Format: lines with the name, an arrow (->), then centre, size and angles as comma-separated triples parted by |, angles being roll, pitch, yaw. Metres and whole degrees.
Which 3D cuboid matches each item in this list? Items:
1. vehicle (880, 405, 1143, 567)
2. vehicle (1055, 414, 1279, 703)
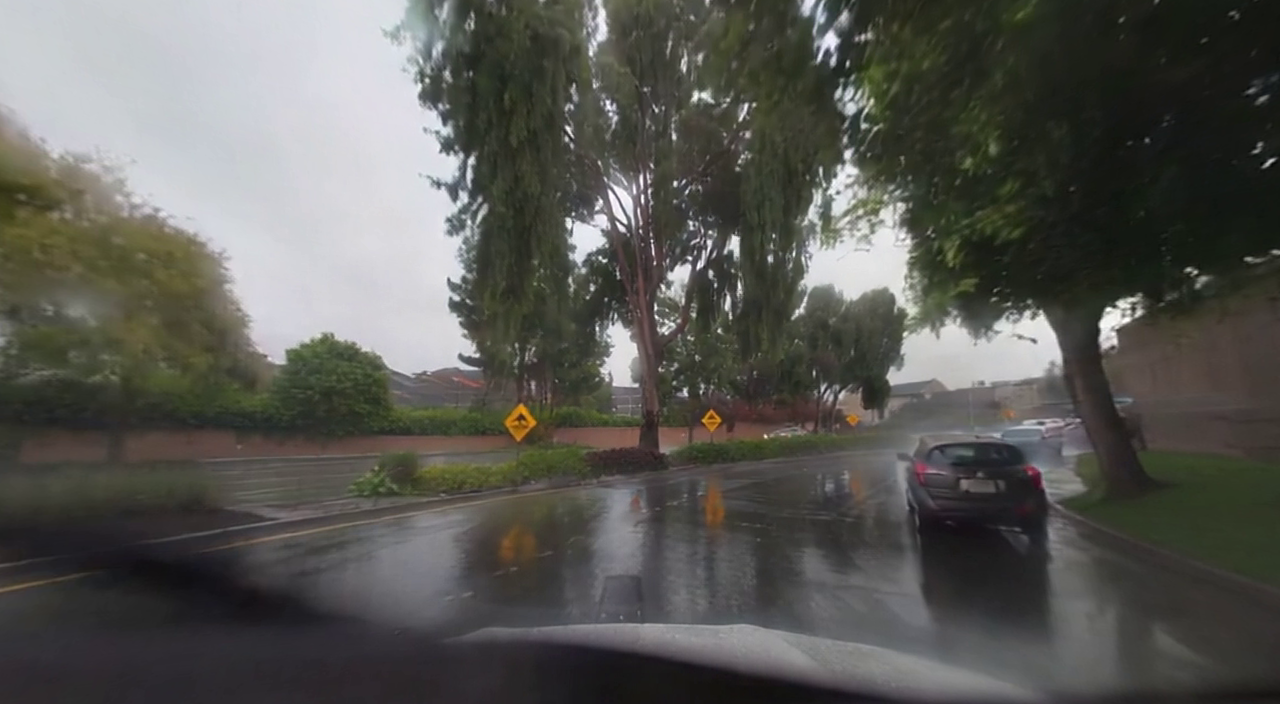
vehicle -> 4.781, 1.744, 9.135 | 2.195, 1.605, 5.134 | -3, -9, 19
vehicle -> 3.462, 0.856, 1.822 | 1.877, 1.416, 4.604 | -1, -8, 7
